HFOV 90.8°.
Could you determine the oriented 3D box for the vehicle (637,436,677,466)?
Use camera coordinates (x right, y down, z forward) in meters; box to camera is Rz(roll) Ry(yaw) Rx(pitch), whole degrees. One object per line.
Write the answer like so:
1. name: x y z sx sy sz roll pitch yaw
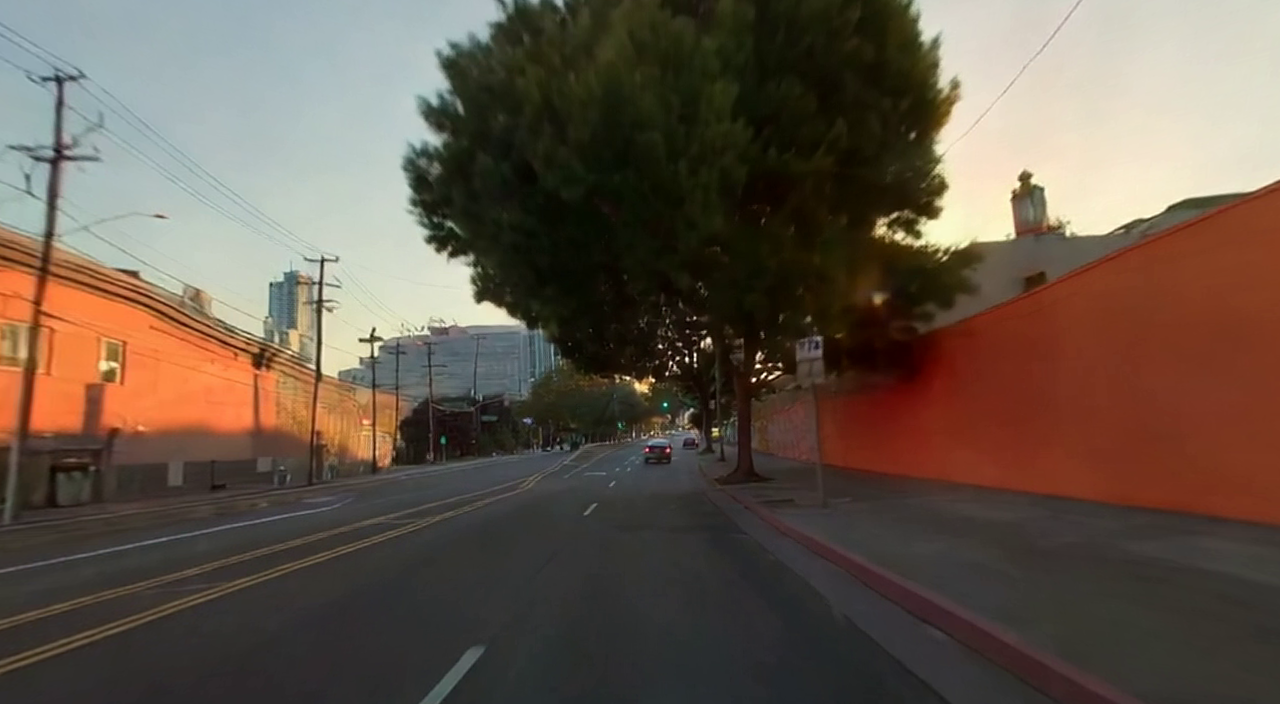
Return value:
1. vehicle: 0.989 5.528 35.398 2.105 1.611 3.750 -1 -8 3
